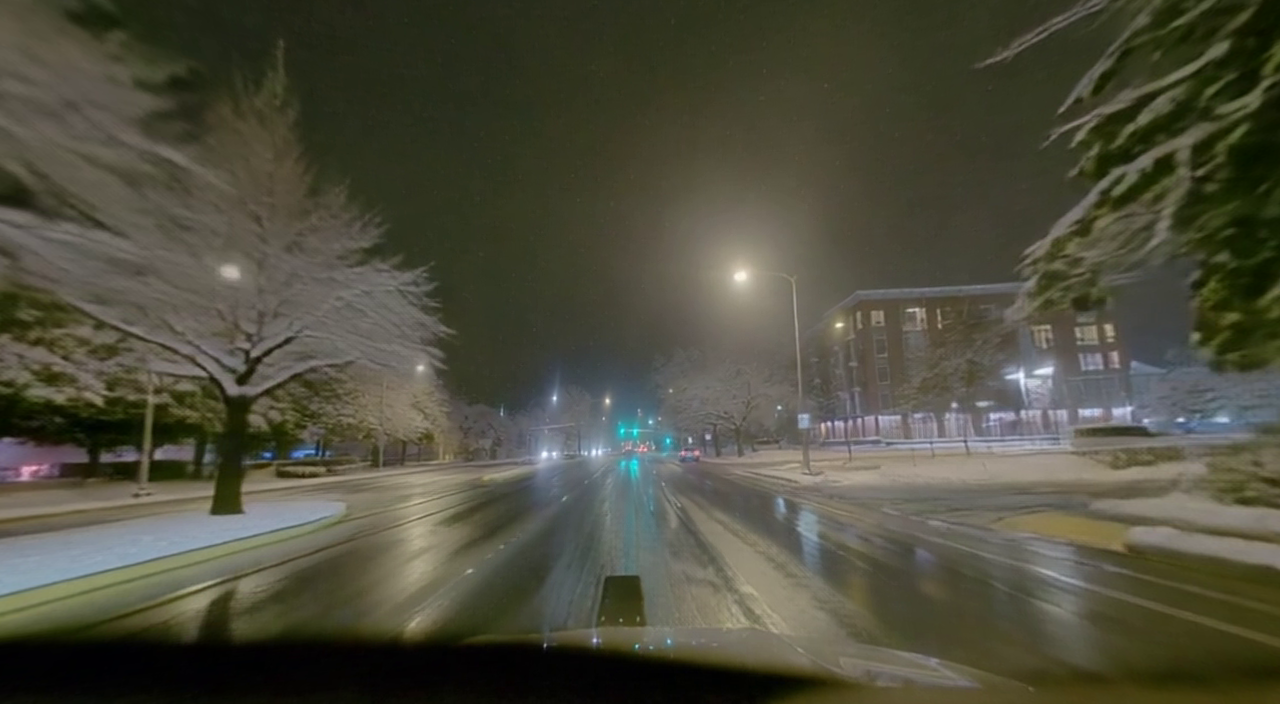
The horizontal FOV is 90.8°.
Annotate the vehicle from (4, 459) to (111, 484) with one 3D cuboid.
[{"bbox_3d":[-37.450,7.697,40.693,4.880,1.495,2.001,0,-9,1],"label":"vehicle"}]

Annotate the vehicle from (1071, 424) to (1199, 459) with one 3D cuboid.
[{"bbox_3d":[22.291,4.092,28.723,1.834,1.444,4.703,0,-9,-3],"label":"vehicle"}]
